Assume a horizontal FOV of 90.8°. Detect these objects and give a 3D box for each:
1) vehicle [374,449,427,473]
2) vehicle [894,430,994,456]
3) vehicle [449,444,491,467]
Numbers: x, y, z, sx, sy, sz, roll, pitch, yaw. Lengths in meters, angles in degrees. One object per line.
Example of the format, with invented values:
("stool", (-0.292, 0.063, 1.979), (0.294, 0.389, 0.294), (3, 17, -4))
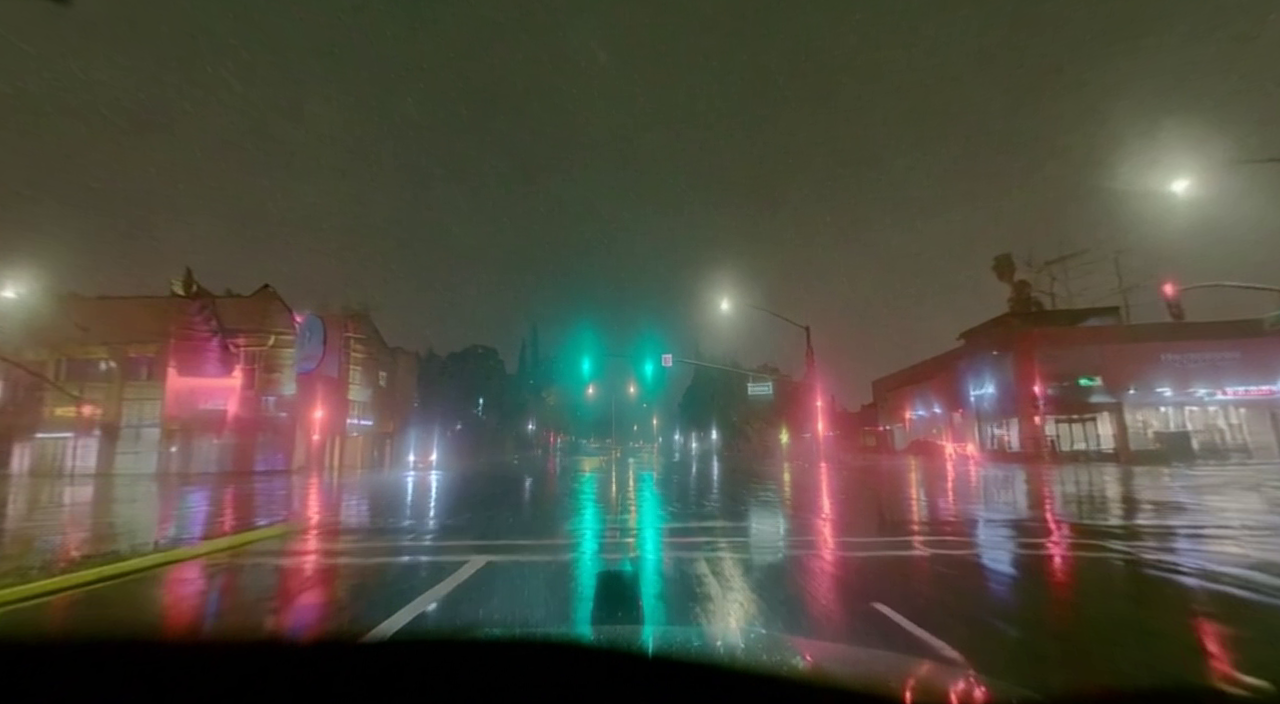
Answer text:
("vehicle", (-16.511, 7.503, 43.787), (1.924, 1.557, 4.357), (0, -9, 1))
("vehicle", (20.974, 6.320, 43.742), (5.587, 1.689, 2.605), (0, -9, -3))
("vehicle", (-12.913, 7.908, 48.268), (1.892, 1.639, 4.311), (0, -9, 1))
